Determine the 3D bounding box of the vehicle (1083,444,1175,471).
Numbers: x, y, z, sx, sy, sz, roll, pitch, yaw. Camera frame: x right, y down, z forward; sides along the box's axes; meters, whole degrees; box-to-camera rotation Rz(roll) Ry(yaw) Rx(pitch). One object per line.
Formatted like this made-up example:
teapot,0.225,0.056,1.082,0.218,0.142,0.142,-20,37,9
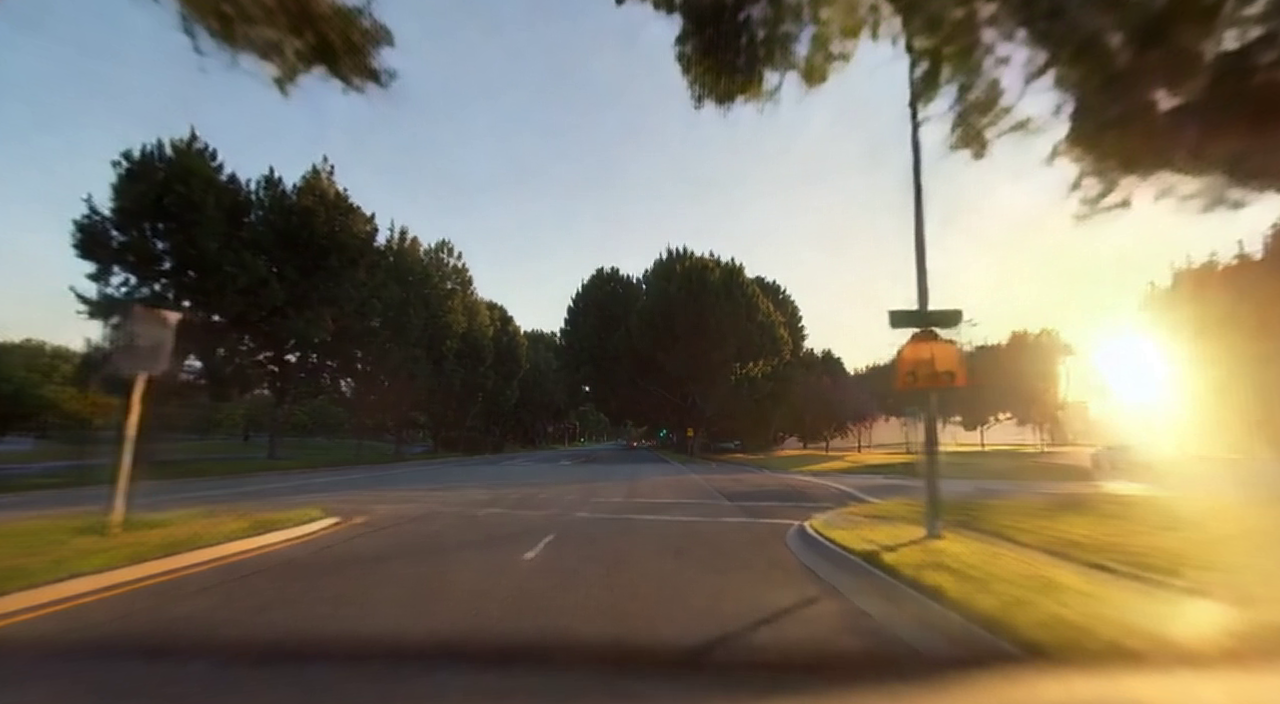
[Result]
vehicle,28.366,6.098,36.759,1.783,1.461,4.311,0,-8,-2
